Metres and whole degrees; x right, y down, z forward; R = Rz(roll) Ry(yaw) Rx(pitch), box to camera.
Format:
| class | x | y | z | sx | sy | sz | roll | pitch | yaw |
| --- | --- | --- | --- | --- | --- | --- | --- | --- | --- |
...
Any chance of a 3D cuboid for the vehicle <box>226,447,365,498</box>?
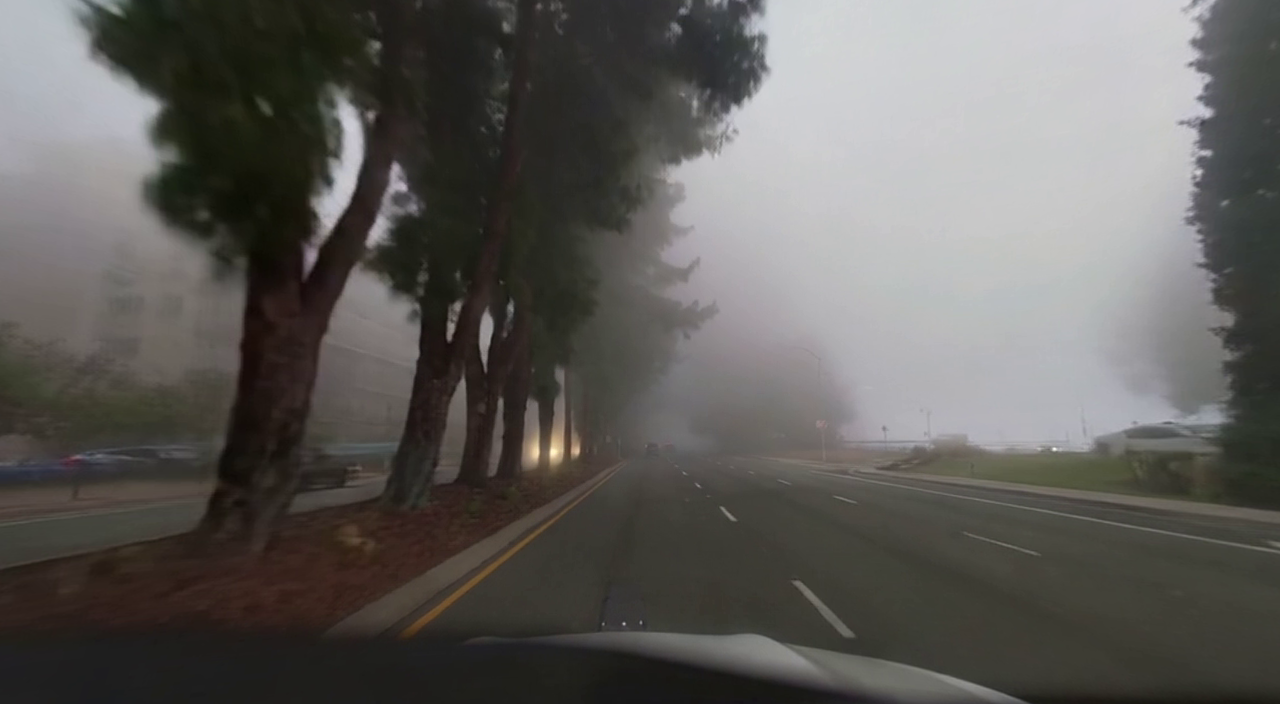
| class | x | y | z | sx | sy | sz | roll | pitch | yaw |
| --- | --- | --- | --- | --- | --- | --- | --- | --- | --- |
| vehicle | -11.391 | 3.975 | 21.339 | 1.930 | 1.494 | 4.706 | 0 | -8 | 2 |
